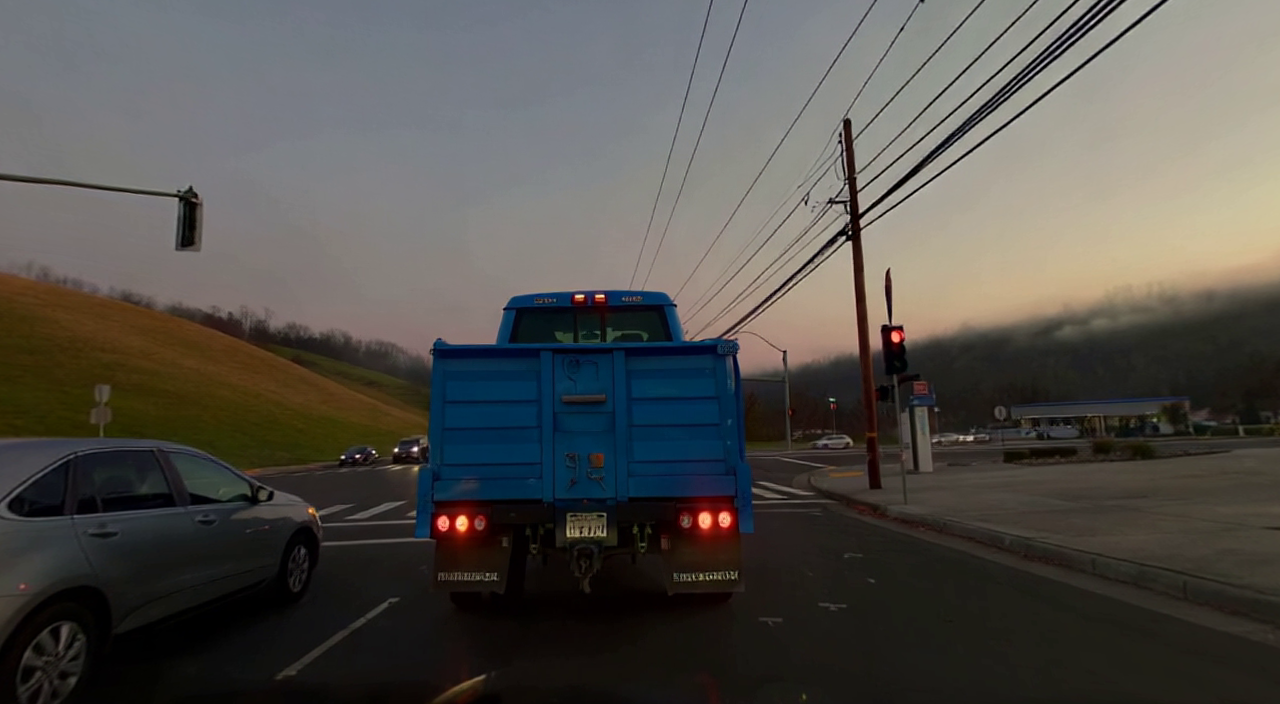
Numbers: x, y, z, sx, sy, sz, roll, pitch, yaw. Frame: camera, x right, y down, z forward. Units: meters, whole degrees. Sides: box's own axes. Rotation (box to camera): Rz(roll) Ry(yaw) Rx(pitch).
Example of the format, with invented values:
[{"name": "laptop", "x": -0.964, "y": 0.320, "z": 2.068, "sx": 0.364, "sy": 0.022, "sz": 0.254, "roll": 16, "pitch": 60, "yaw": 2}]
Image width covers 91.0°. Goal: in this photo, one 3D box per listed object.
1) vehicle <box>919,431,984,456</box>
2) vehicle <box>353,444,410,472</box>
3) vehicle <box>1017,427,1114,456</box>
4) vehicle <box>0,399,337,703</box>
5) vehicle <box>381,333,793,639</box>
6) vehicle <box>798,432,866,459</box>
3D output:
[{"name": "vehicle", "x": 22.541, "y": 6.627, "z": 45.513, "sx": 5.021, "sy": 1.757, "sz": 2.012, "roll": 6, "pitch": -11, "yaw": -36}, {"name": "vehicle", "x": -17.106, "y": 7.015, "z": 41.909, "sx": 2.133, "sy": 1.690, "sz": 4.331, "roll": 0, "pitch": -9, "yaw": -3}, {"name": "vehicle", "x": 25.574, "y": 5.392, "z": 37.916, "sx": 4.419, "sy": 1.496, "sz": 1.854, "roll": -2, "pitch": -9, "yaw": 1}, {"name": "vehicle", "x": -3.956, "y": 1.188, "z": 3.974, "sx": 2.017, "sy": 1.555, "sz": 4.150, "roll": -1, "pitch": -9, "yaw": 0}, {"name": "vehicle", "x": -0.419, "y": 1.322, "z": 7.201, "sx": 2.859, "sy": 2.144, "sz": 5.406, "roll": 0, "pitch": -9, "yaw": -1}, {"name": "vehicle", "x": 13.466, "y": 6.552, "z": 44.046, "sx": 4.975, "sy": 1.799, "sz": 2.117, "roll": 7, "pitch": -11, "yaw": -40}]
